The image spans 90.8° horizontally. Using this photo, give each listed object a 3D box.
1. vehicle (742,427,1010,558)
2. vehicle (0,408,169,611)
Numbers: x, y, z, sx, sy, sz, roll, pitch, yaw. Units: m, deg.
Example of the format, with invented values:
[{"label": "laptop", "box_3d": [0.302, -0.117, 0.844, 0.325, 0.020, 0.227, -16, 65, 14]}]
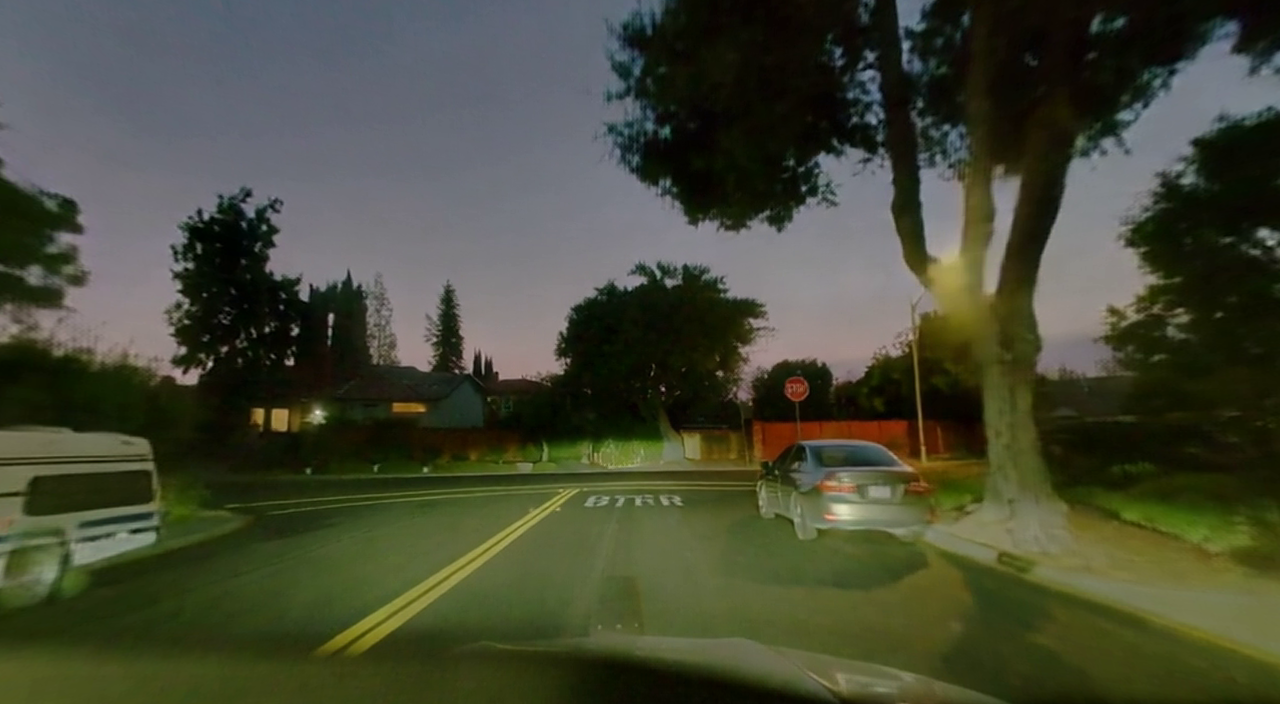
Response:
[{"label": "vehicle", "box_3d": [3.072, 1.943, 9.555, 2.167, 1.479, 4.597, 0, -8, -2]}, {"label": "vehicle", "box_3d": [-6.902, 1.350, 4.881, 2.225, 1.817, 5.731, -2, -8, -1]}]
